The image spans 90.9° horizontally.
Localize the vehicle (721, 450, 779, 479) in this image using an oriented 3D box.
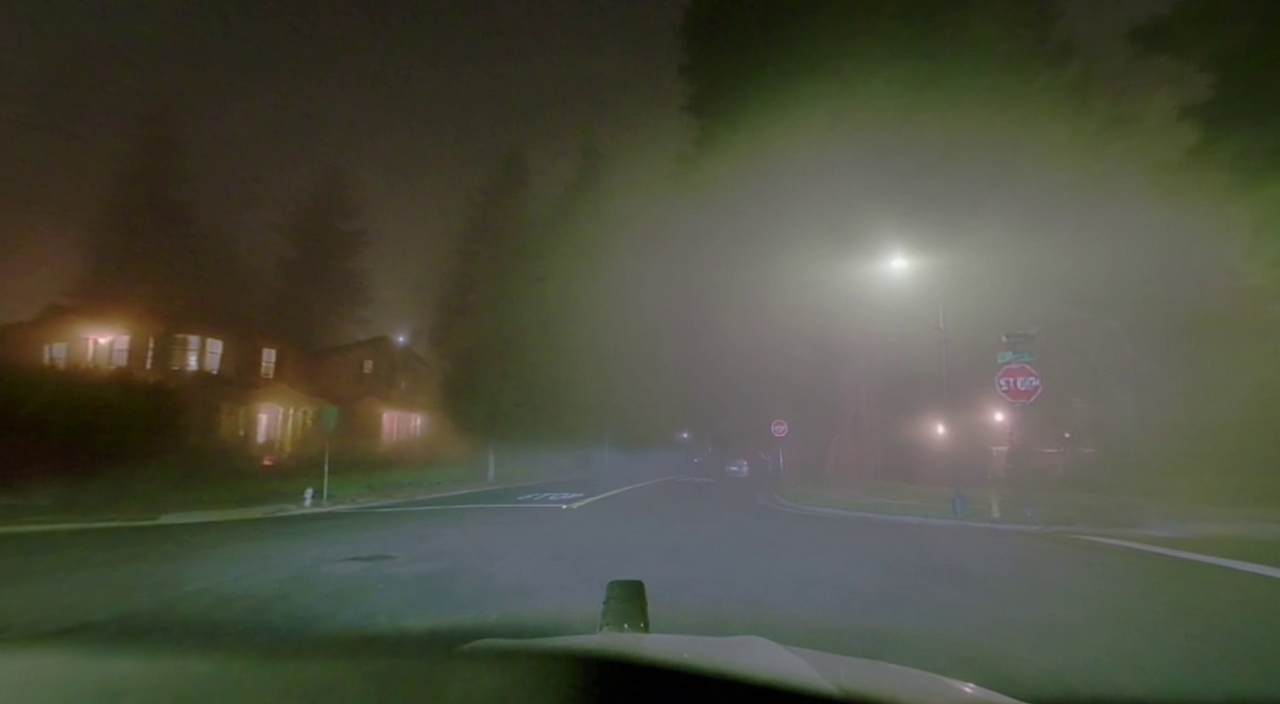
[{"bbox_3d":[6.978,6.988,39.526,2.692,1.649,4.689,-3,-9,20],"label":"vehicle"}]
